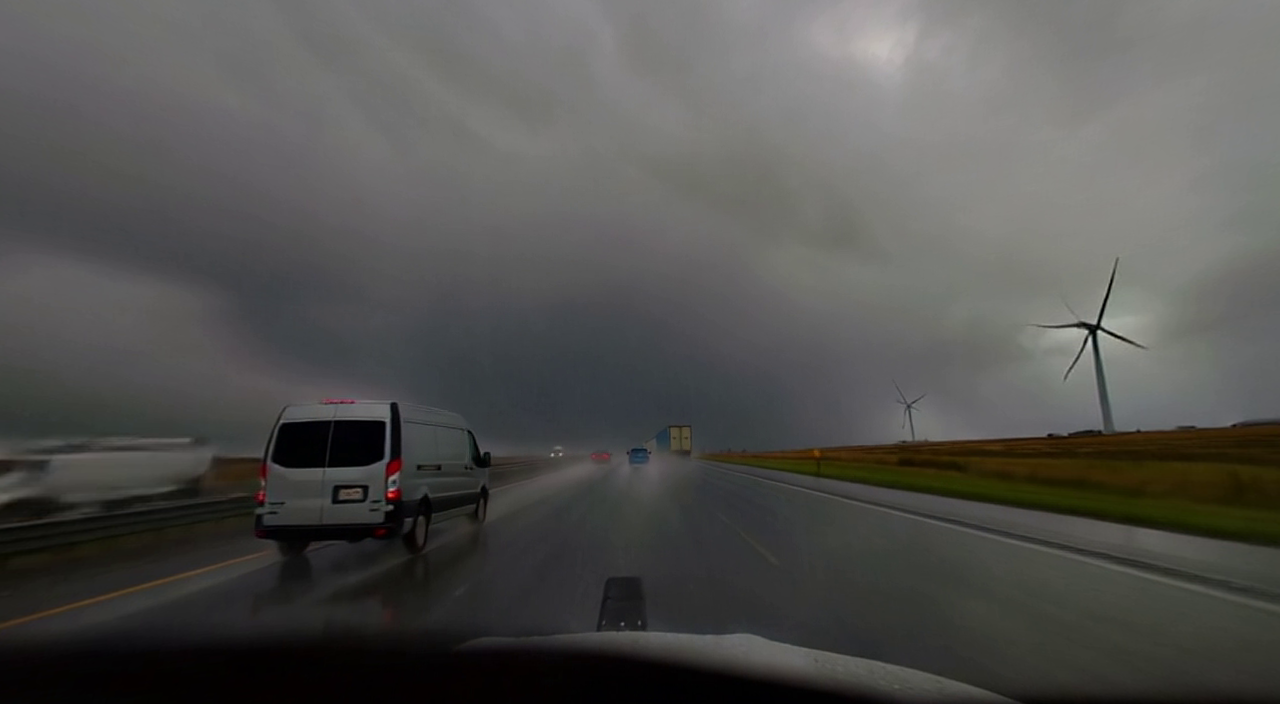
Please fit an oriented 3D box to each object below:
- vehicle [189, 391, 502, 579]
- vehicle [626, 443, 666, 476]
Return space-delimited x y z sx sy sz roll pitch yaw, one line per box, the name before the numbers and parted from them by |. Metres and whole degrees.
vehicle | -3.656 1.776 9.125 2.238 1.984 4.650 0 -9 0
vehicle | 0.319 5.918 34.814 2.083 1.689 4.083 0 -9 0
